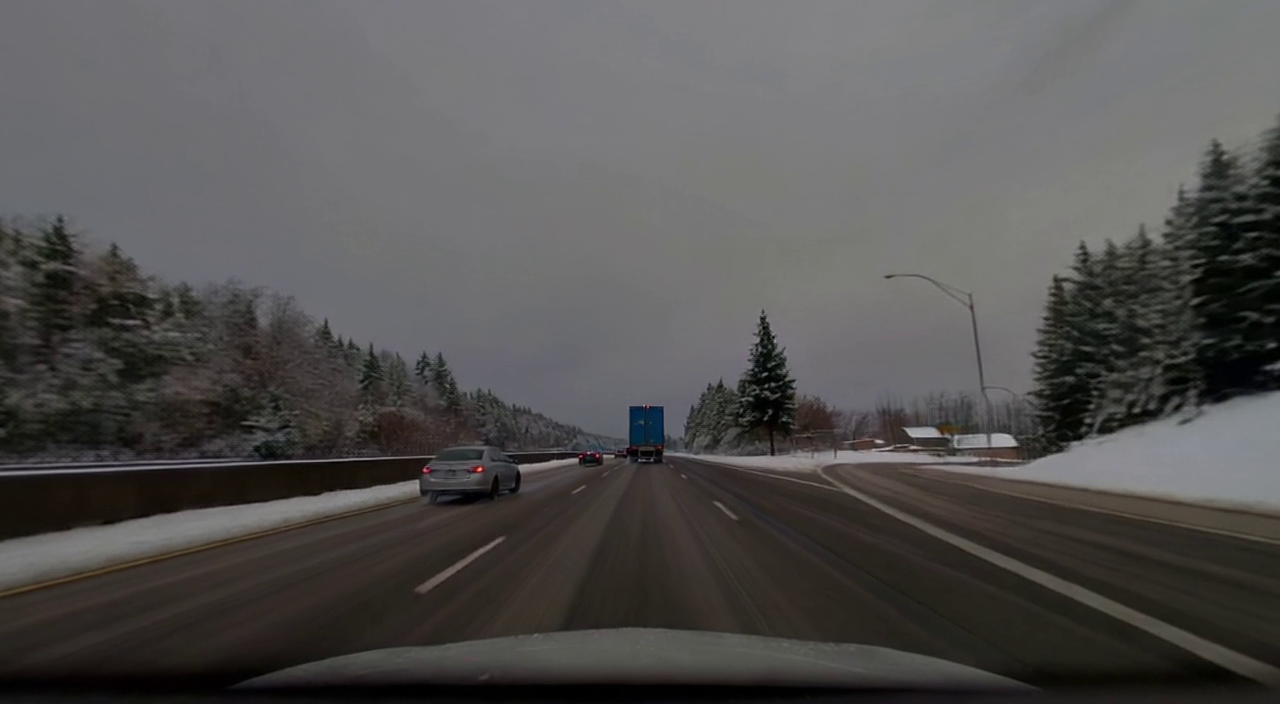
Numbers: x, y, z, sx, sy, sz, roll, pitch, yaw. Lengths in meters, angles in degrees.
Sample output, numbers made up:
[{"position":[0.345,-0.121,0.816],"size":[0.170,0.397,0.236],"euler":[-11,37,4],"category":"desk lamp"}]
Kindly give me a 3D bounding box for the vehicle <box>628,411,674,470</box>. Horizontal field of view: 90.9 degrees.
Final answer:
[{"position":[0.724,6.262,44.189],"size":[2.893,3.628,9.081],"euler":[0,-9,1],"category":"vehicle"}]

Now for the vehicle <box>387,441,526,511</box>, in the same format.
[{"position":[-4.245,2.933,15.408],"size":[2.010,1.461,4.391],"euler":[0,-9,1],"category":"vehicle"}]

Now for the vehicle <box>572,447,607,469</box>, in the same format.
[{"position":[-3.471,7.383,44.070],"size":[1.981,1.435,4.199],"euler":[0,-9,2],"category":"vehicle"}]
